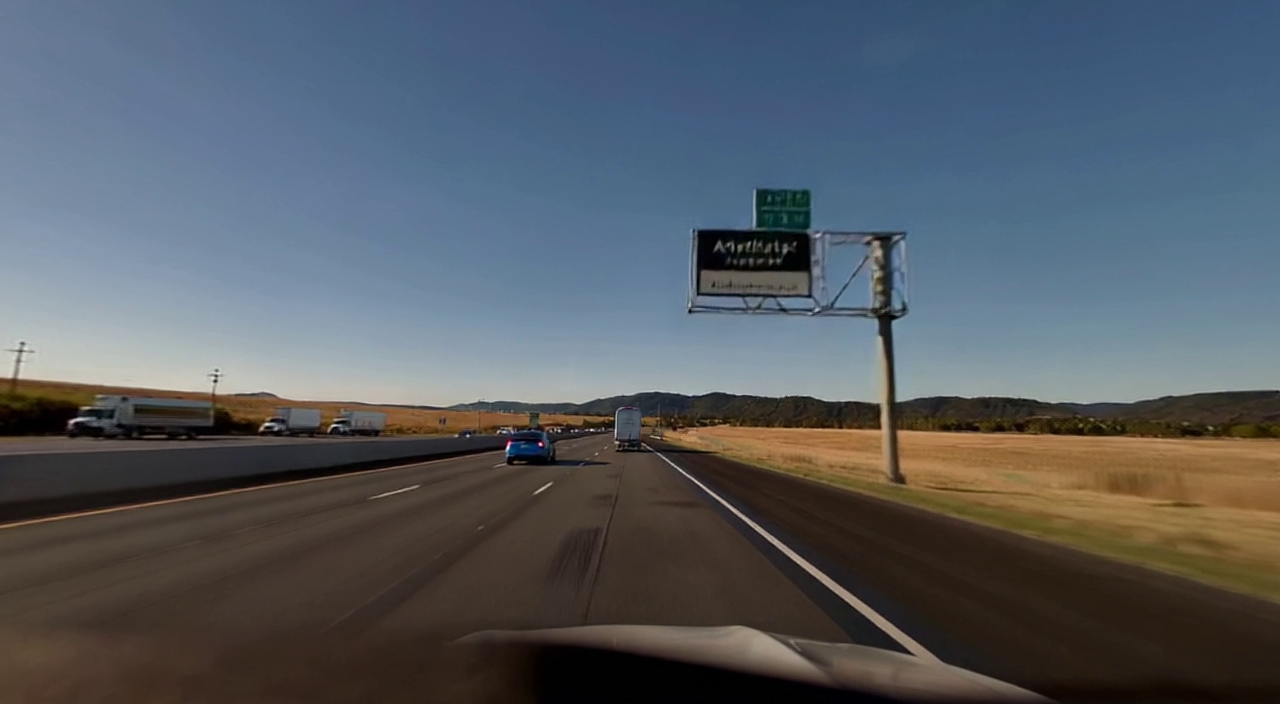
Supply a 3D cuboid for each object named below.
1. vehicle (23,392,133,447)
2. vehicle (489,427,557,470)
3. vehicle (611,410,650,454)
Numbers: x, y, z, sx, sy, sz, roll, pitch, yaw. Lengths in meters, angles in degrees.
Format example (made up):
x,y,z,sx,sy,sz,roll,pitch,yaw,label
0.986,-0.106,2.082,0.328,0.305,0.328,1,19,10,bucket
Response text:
x,y,z,sx,sy,sz,roll,pitch,yaw,label
-41.691,5.100,46.906,3.085,3.843,5.439,1,-7,-2,vehicle
-4.504,3.748,24.760,1.932,1.544,3.864,0,-8,0,vehicle
-0.681,5.344,41.929,2.418,2.704,6.445,0,-8,-2,vehicle
